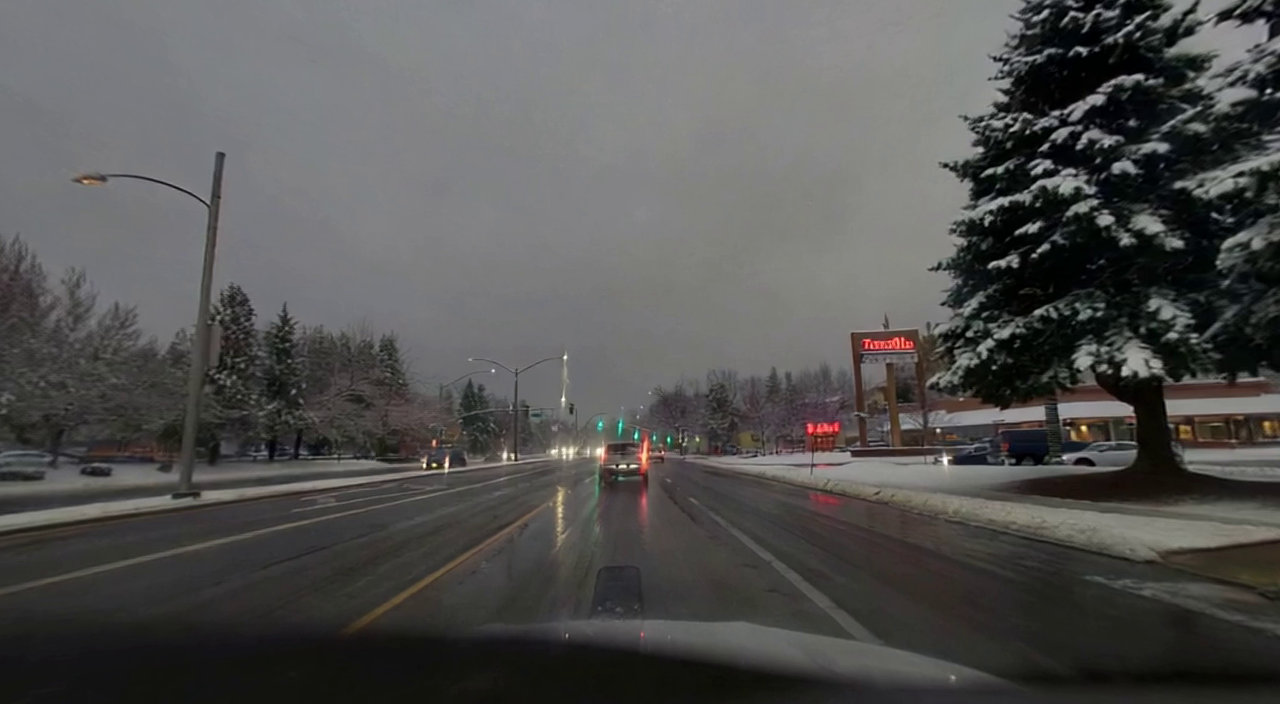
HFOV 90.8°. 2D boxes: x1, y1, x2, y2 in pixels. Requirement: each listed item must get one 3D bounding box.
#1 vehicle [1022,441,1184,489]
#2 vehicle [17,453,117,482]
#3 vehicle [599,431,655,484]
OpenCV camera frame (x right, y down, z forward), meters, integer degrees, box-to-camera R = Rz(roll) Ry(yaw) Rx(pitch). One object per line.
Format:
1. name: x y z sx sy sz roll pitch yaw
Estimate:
1. vehicle: 16.454 4.026 22.623 4.290 1.617 1.751 0 -9 2
2. vehicle: -33.741 6.789 37.238 4.154 1.578 1.771 0 -9 1
3. vehicle: -0.531 4.281 25.812 2.096 1.961 4.259 0 -9 -1
